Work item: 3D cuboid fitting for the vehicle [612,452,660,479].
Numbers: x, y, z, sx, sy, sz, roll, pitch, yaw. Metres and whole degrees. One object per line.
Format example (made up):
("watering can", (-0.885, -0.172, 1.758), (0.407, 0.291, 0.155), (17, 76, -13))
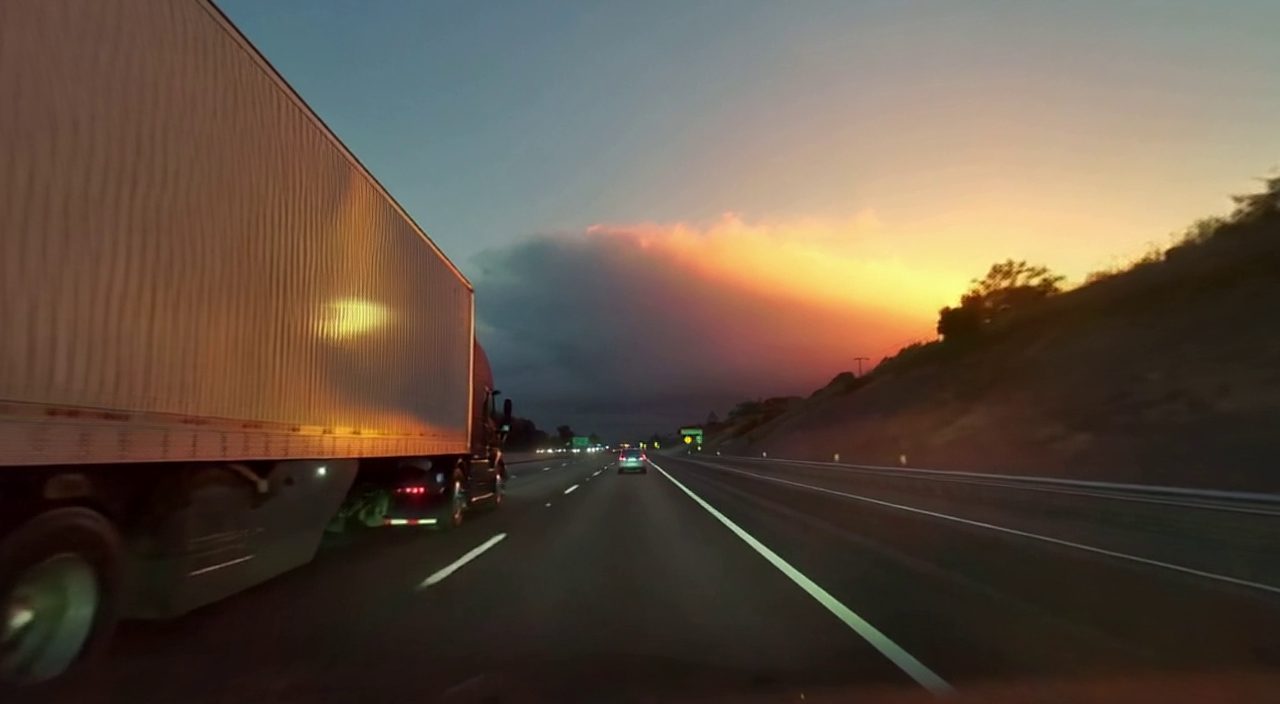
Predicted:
("vehicle", (-0.248, 6.198, 34.551), (2.398, 1.336, 5.698), (0, -9, -1))

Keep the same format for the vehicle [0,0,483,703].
("vehicle", (-3.994, -0.136, 2.909), (2.914, 4.039, 14.493), (0, -9, 0))
